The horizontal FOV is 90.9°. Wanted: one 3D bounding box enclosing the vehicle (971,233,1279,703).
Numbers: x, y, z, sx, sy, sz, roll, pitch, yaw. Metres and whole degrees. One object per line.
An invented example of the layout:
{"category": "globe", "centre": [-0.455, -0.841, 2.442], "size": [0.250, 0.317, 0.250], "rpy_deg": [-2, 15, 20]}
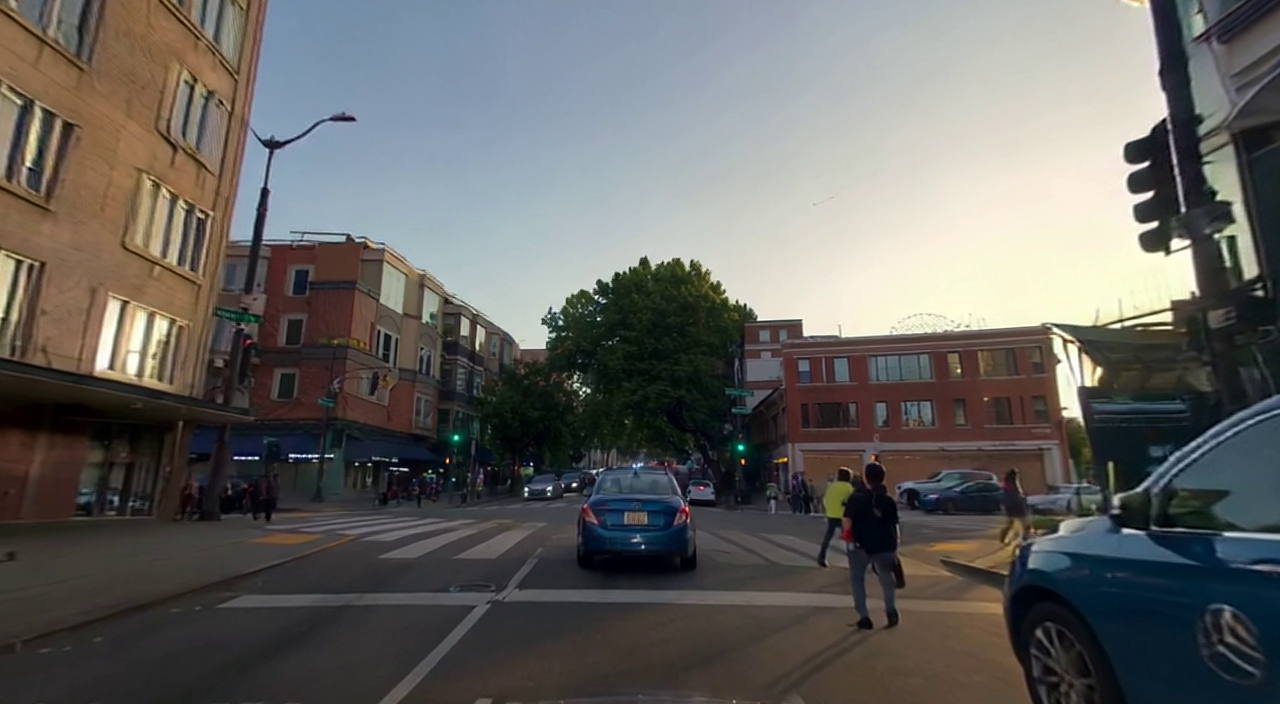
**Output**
{"category": "vehicle", "centre": [3.186, 0.429, 0.444], "size": [2.632, 1.979, 6.096], "rpy_deg": [-1, -9, 1]}

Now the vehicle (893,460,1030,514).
{"category": "vehicle", "centre": [14.694, 6.177, 29.054], "size": [4.974, 2.266, 2.324], "rpy_deg": [0, -9, -1]}

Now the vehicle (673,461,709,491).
{"category": "vehicle", "centre": [3.762, 9.223, 47.244], "size": [2.365, 1.994, 4.259], "rpy_deg": [0, -9, 0]}

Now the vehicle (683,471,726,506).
{"category": "vehicle", "centre": [3.786, 8.154, 37.894], "size": [1.908, 1.741, 4.066], "rpy_deg": [0, -9, -3]}

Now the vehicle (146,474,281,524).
{"category": "vehicle", "centre": [-19.507, 6.723, 28.990], "size": [4.750, 2.083, 2.002], "rpy_deg": [-1, -9, 3]}

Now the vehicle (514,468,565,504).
{"category": "vehicle", "centre": [-6.008, 8.052, 38.198], "size": [2.226, 1.896, 4.438], "rpy_deg": [-1, -9, 1]}

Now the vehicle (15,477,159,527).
{"category": "vehicle", "centre": [-25.348, 6.875, 29.043], "size": [4.588, 2.048, 2.110], "rpy_deg": [-1, -9, 1]}
